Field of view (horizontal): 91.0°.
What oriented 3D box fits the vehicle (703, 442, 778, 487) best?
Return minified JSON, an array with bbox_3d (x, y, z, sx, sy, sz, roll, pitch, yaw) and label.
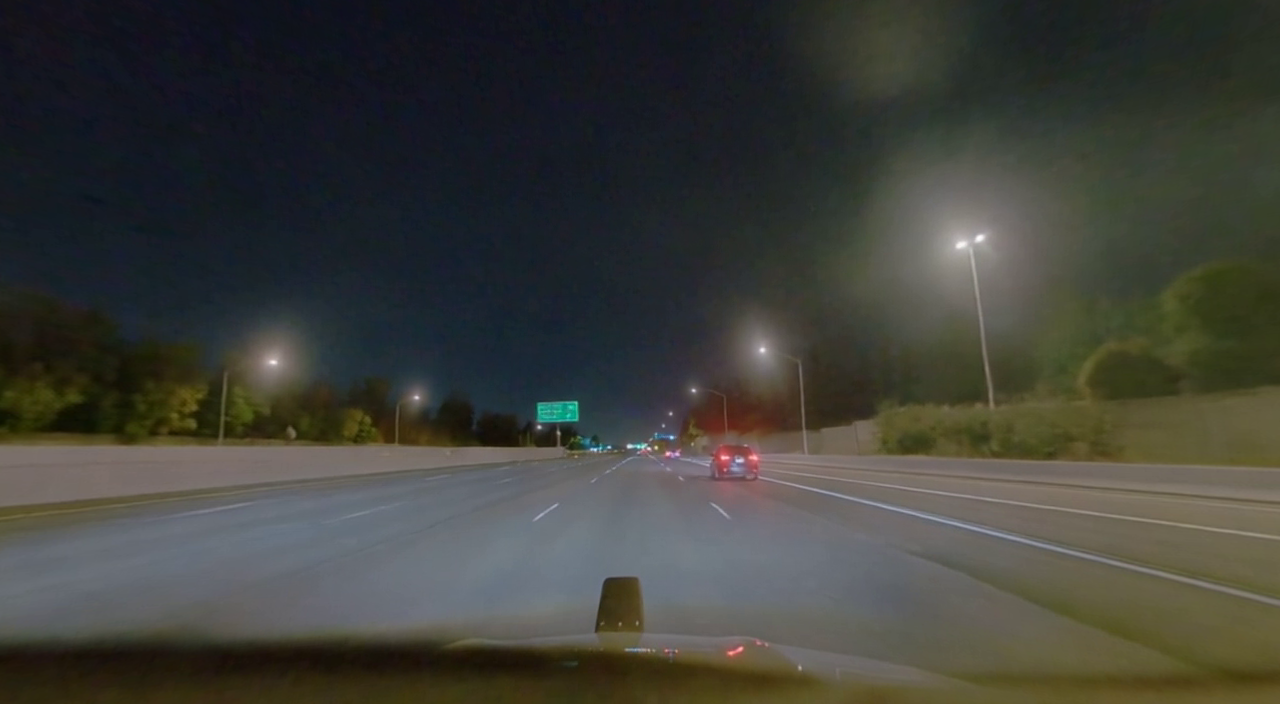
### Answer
[{"bbox_3d":[3.596,4.128,23.481,2.033,1.501,4.398,0,-9,-1],"label":"vehicle"}]
